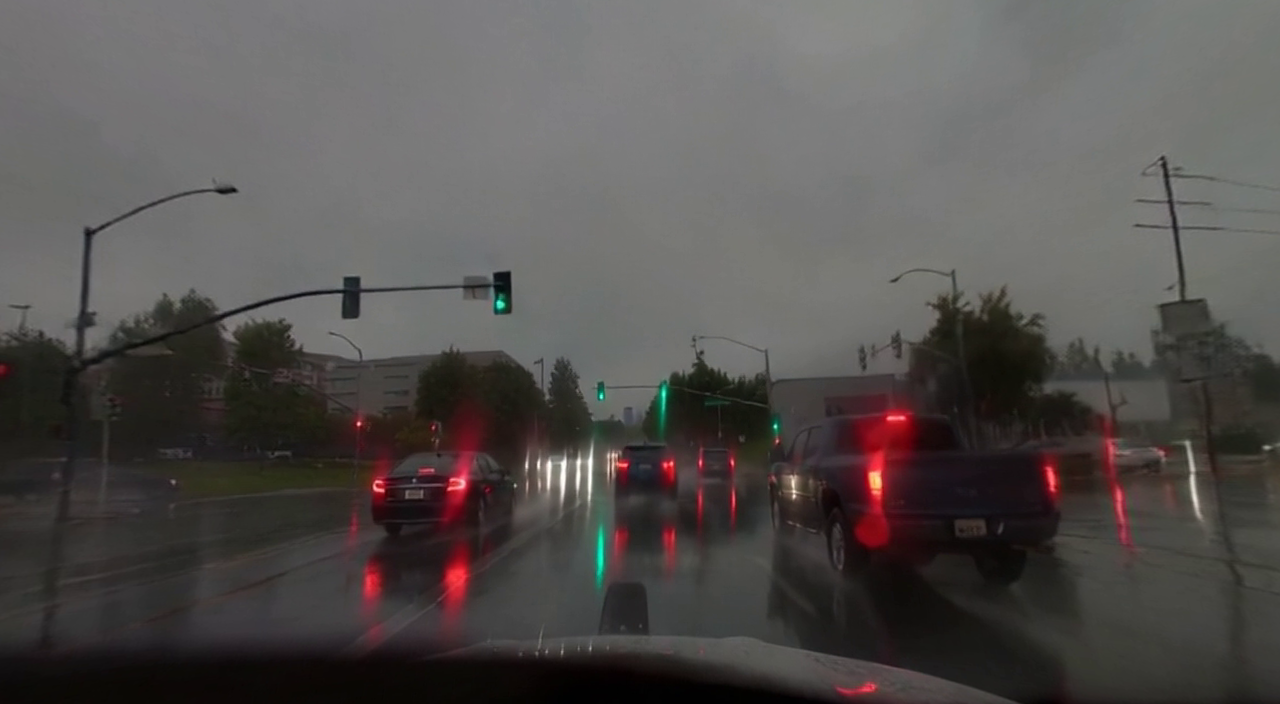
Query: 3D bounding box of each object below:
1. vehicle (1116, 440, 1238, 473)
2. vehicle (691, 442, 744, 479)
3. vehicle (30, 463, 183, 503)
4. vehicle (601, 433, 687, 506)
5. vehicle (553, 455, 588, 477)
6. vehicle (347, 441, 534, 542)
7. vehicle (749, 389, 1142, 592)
[{"bbox_3d":[24.939,4.844,29.361,4.180,1.376,1.583,1,-8,0],"label":"vehicle"},{"bbox_3d":[4.324,6.160,36.190,2.408,1.908,5.355,0,-8,1],"label":"vehicle"},{"bbox_3d":[-24.232,5.965,28.796,5.100,1.533,2.032,-1,-8,0],"label":"vehicle"},{"bbox_3d":[0.128,3.150,17.430,2.113,1.768,3.901,0,-8,1],"label":"vehicle"},{"bbox_3d":[-5.056,8.306,46.002,1.882,1.342,3.755,-4,-8,3],"label":"vehicle"},{"bbox_3d":[-3.376,2.420,11.825,1.909,1.476,4.751,0,-8,1],"label":"vehicle"},{"bbox_3d":[3.309,1.680,8.777,2.571,1.857,5.841,0,-8,0],"label":"vehicle"}]
